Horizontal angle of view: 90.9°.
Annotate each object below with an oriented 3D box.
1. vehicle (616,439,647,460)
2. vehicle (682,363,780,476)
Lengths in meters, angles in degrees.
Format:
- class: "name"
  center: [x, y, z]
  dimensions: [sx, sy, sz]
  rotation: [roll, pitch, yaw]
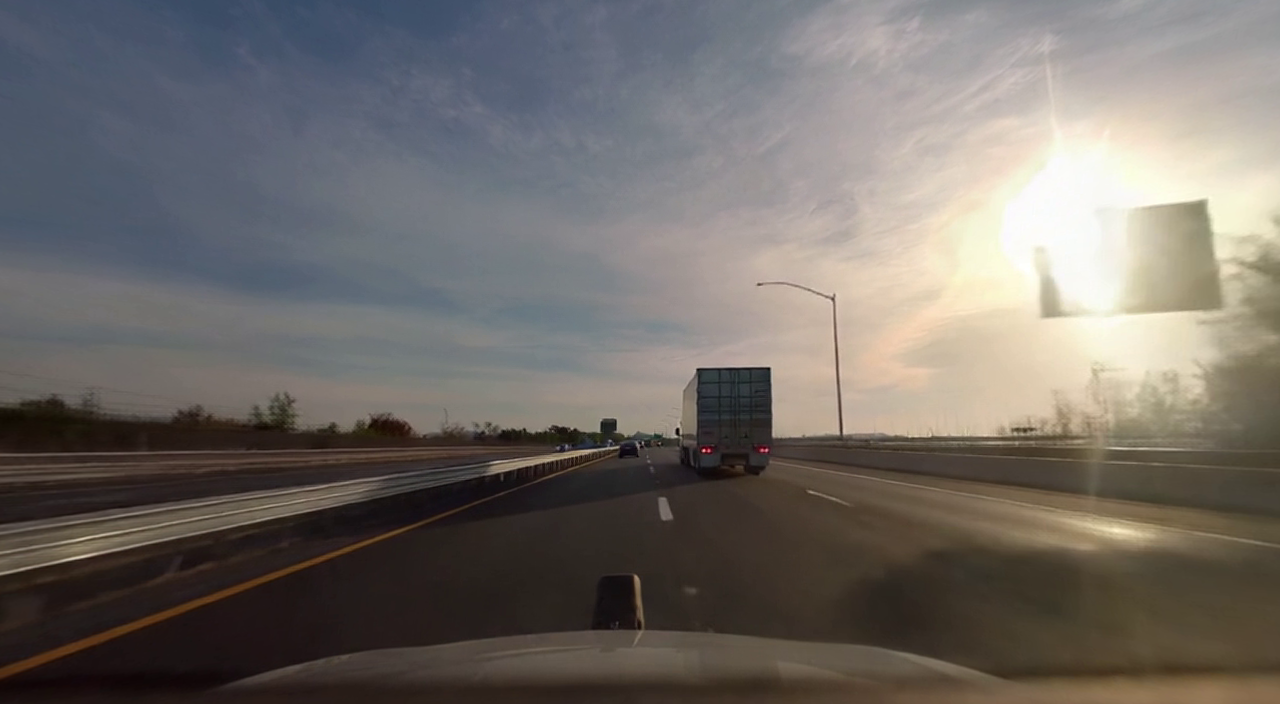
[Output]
- class: "vehicle"
  center: [-0.613, 7.621, 49.361]
  dimensions: [2.208, 1.542, 5.138]
  rotation: [0, -8, 2]
- class: "vehicle"
  center: [3.724, 3.326, 29.429]
  dimensions: [2.966, 4.072, 13.408]
  rotation: [0, -8, 2]
